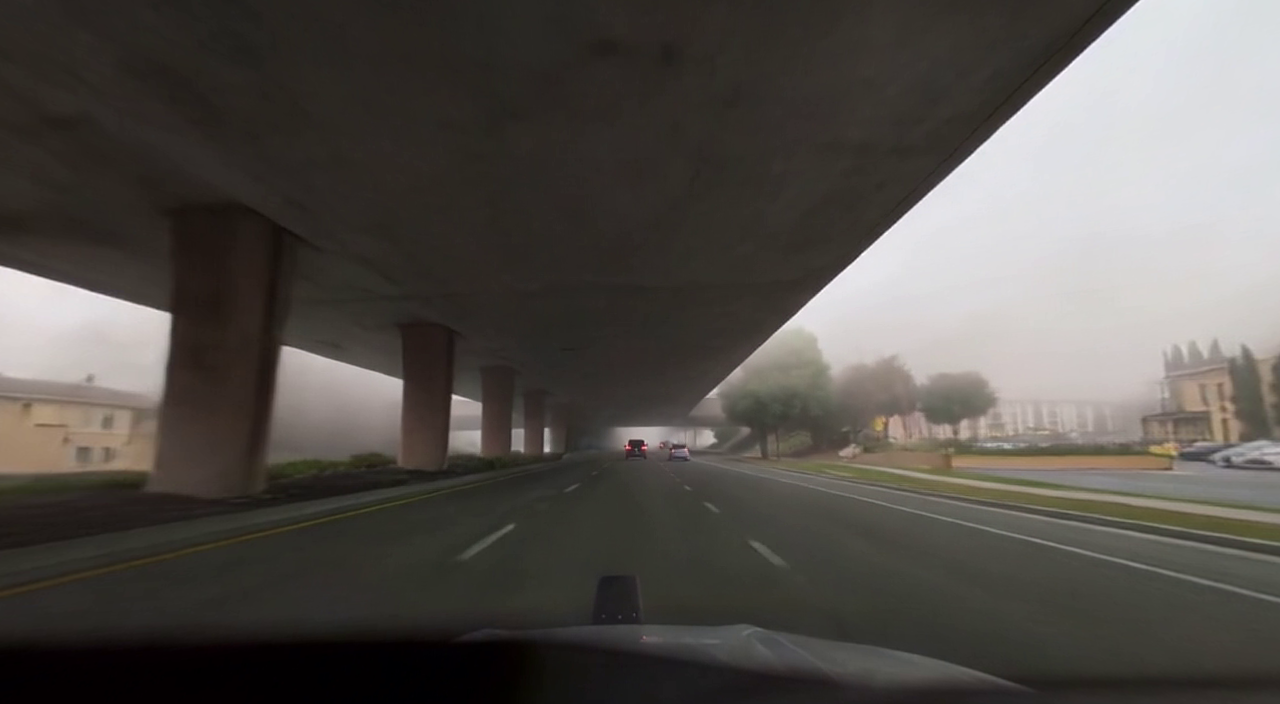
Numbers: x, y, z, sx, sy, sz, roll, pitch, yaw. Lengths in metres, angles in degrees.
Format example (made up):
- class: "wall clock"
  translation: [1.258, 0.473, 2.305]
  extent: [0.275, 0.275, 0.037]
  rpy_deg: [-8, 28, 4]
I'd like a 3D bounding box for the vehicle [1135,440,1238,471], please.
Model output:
- class: "vehicle"
  translation: [33.672, 6.356, 39.001]
  extent: [4.571, 1.685, 2.006]
  rpy_deg: [-1, -9, -4]
